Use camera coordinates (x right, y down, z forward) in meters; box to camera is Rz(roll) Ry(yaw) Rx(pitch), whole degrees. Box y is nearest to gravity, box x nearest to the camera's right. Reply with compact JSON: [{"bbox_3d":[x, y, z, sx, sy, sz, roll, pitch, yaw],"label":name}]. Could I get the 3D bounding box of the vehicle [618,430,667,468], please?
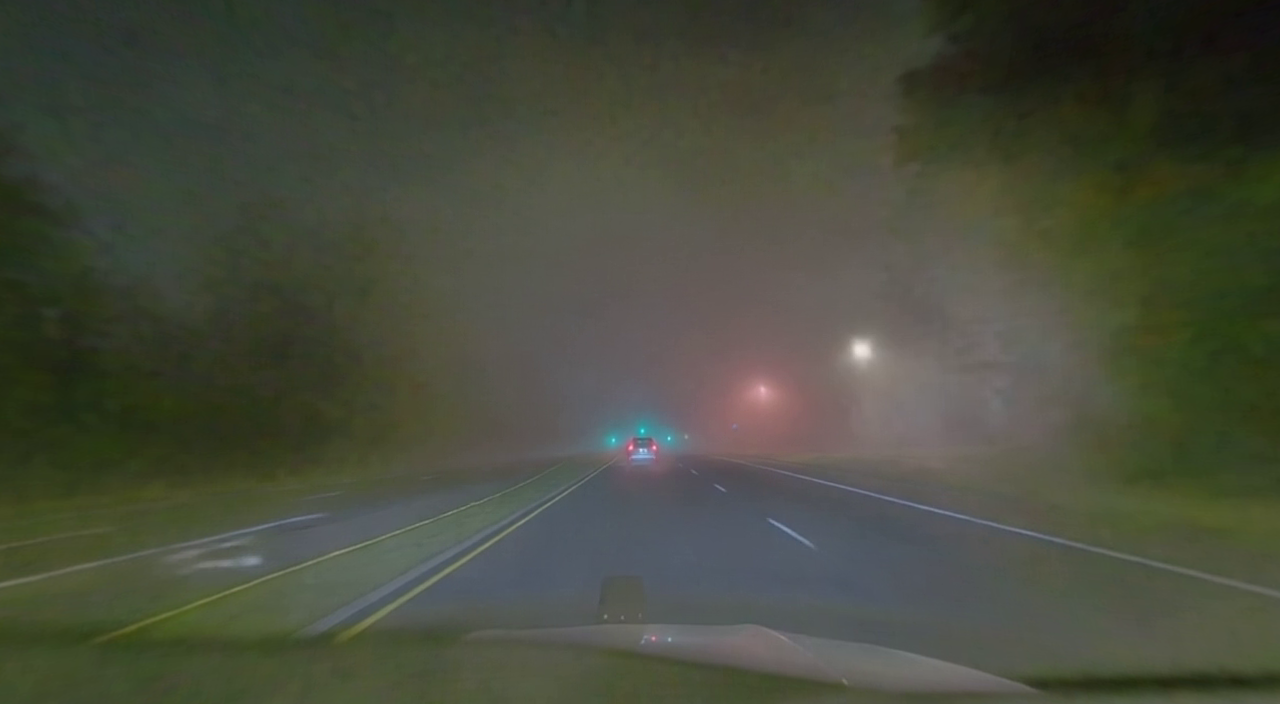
[{"bbox_3d":[0.137,4.727,30.690,2.256,1.734,4.176,0,-8,1],"label":"vehicle"}]
